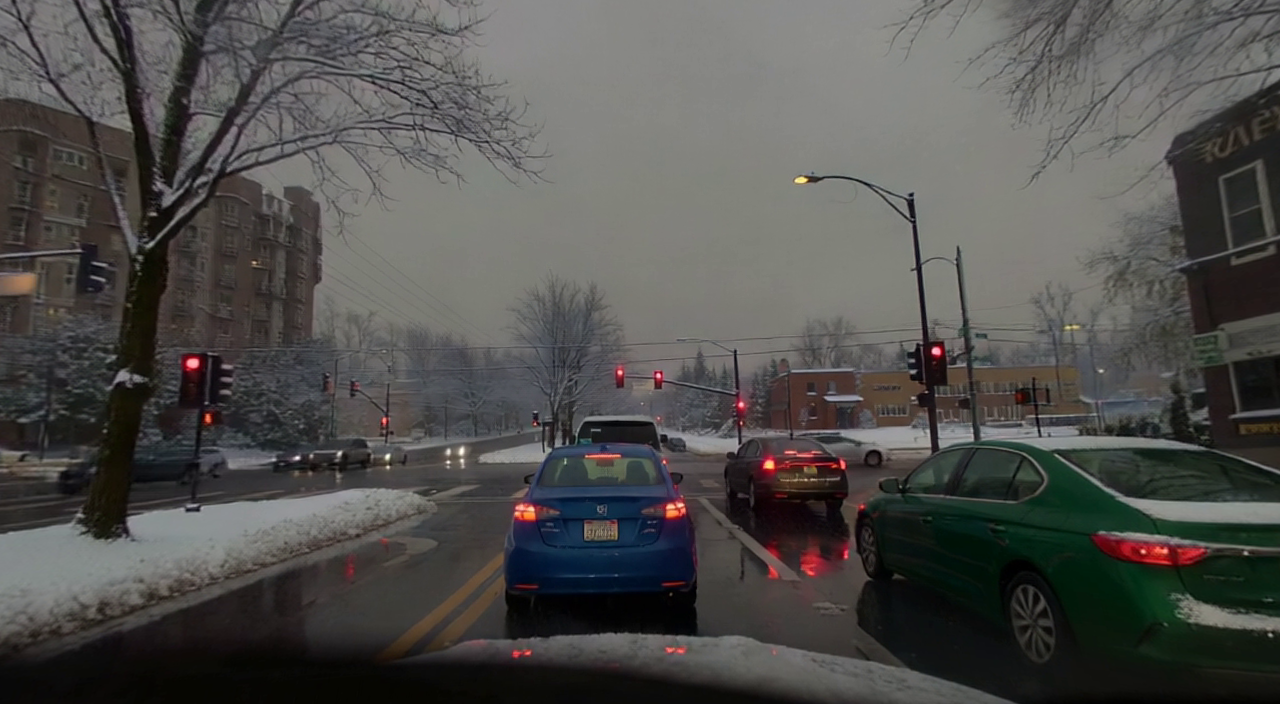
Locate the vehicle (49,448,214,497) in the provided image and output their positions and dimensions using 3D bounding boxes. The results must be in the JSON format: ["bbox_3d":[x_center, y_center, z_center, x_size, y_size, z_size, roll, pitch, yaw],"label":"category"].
[{"bbox_3d":[-18.246,4.301,23.028,2.130,1.550,4.618,0,-8,1],"label":"vehicle"}]

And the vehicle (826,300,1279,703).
[{"bbox_3d":[3.571,1.113,5.059,2.572,1.945,5.065,0,-8,0],"label":"vehicle"}]

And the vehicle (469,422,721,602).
[{"bbox_3d":[-0.406,1.655,7.398,2.143,1.520,3.848,0,-8,-1],"label":"vehicle"}]

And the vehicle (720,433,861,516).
[{"bbox_3d":[3.151,2.673,14.328,2.026,1.549,4.559,0,-8,-1],"label":"vehicle"}]

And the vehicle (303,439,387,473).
[{"bbox_3d":[-17.986,6.364,38.936,2.308,1.903,5.813,0,-8,0],"label":"vehicle"}]
